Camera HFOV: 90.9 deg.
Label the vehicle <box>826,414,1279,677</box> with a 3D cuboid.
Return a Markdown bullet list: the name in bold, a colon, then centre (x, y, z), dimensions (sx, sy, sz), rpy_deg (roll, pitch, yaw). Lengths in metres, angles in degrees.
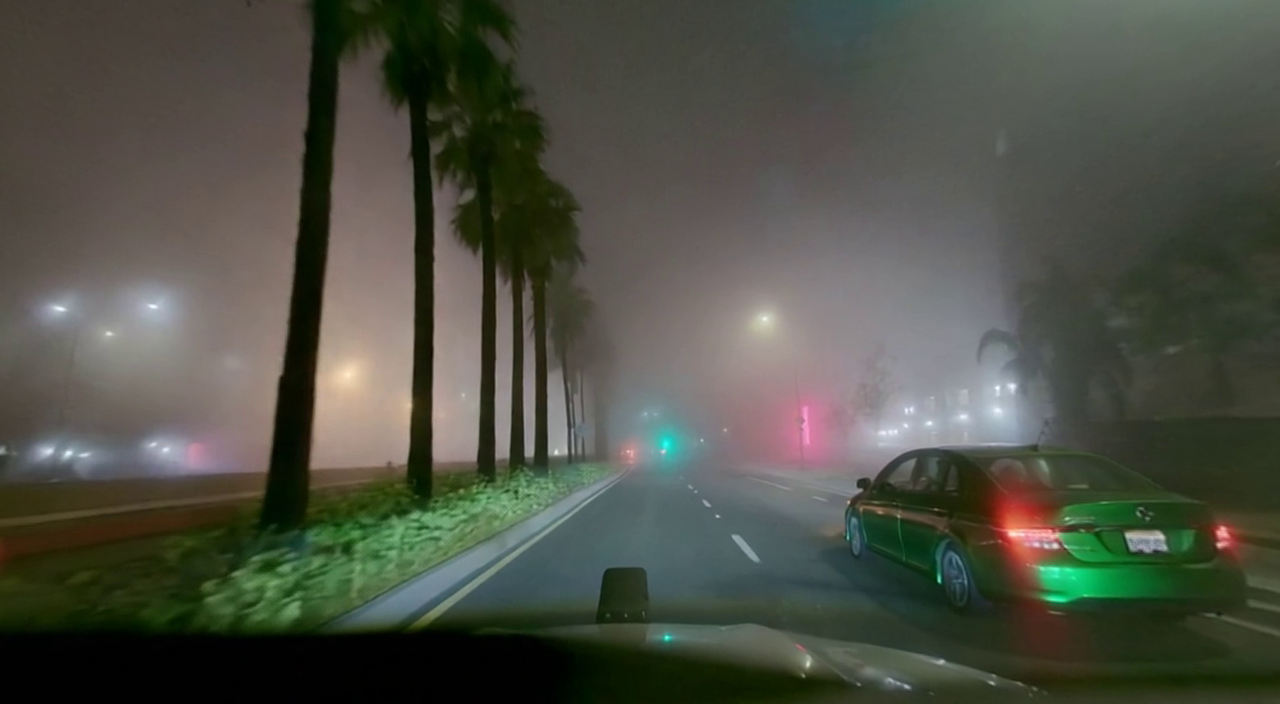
- **vehicle**: centre (3.368, 1.490, 5.993), dimensions (1.867, 1.554, 4.301), rpy_deg (0, -9, 0)
